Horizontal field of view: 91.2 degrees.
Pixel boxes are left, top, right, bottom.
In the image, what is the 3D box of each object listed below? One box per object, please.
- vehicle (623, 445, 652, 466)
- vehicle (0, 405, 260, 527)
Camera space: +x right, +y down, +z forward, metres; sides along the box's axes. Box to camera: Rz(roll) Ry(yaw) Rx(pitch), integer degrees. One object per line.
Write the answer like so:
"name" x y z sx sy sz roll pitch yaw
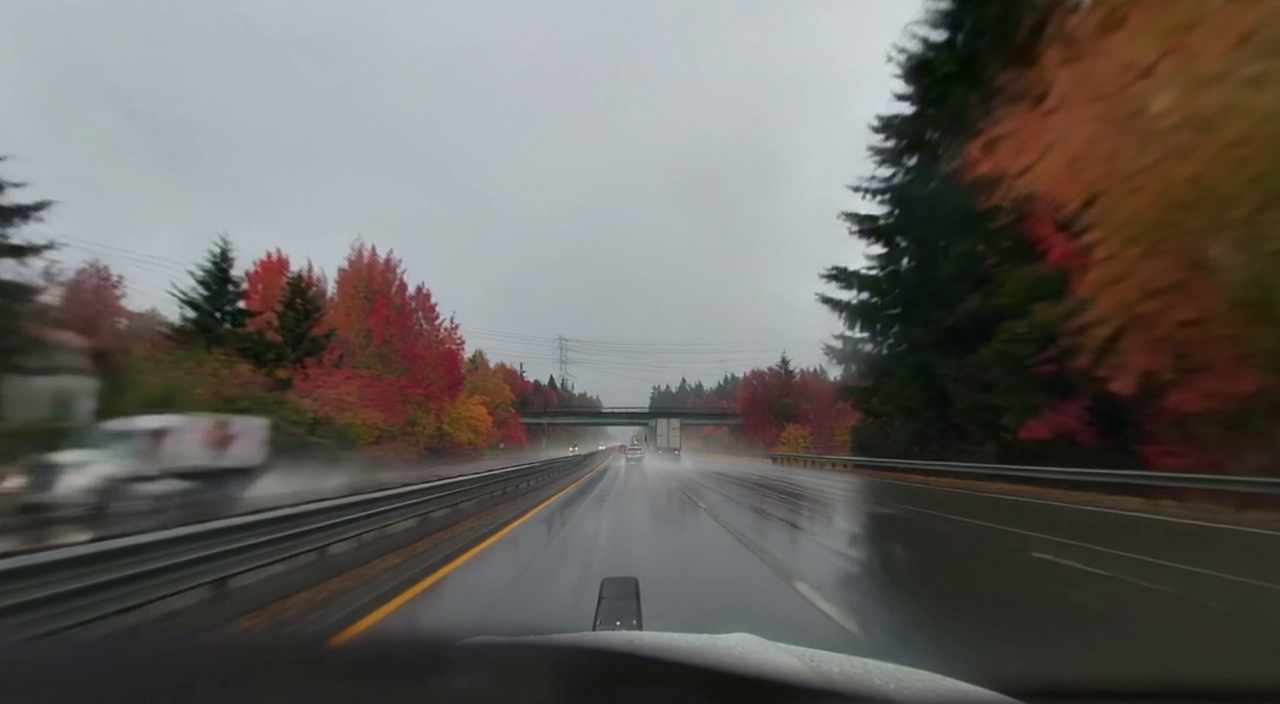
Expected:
"vehicle" -0.211 7.560 45.846 1.961 1.454 3.755 0 -9 -2
"vehicle" -13.643 3.007 17.071 2.377 2.618 6.692 0 -9 0
